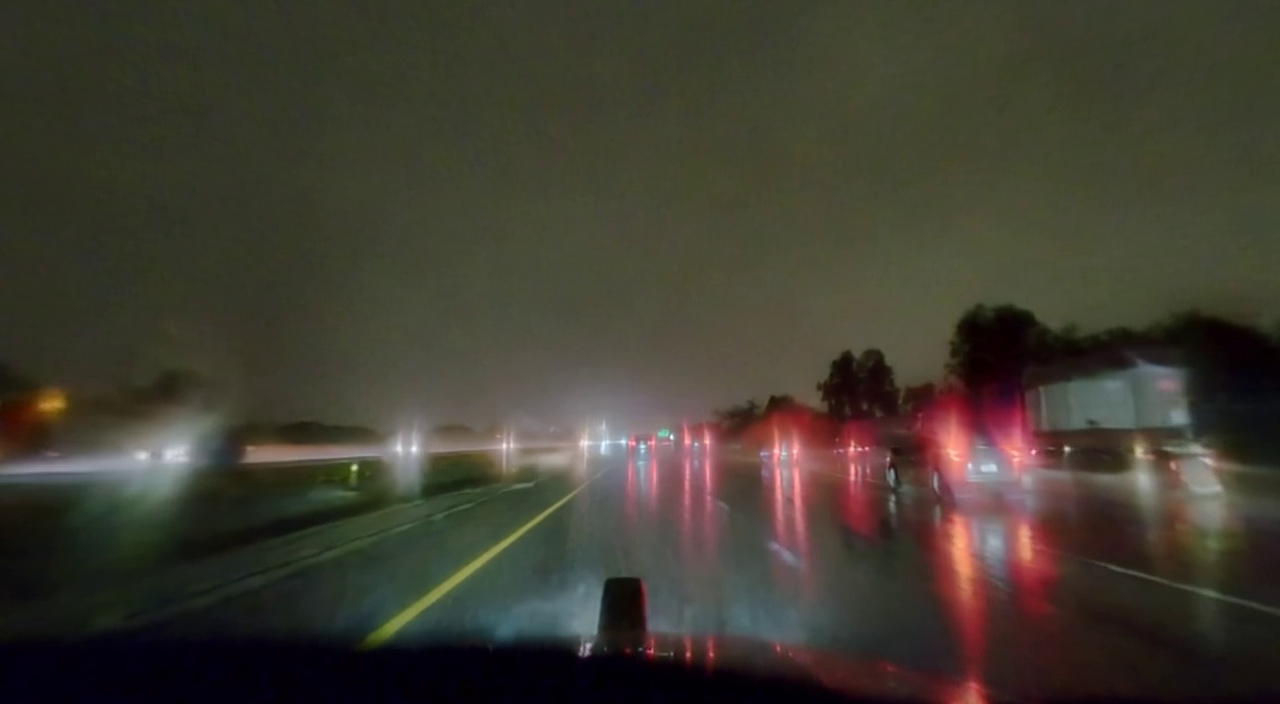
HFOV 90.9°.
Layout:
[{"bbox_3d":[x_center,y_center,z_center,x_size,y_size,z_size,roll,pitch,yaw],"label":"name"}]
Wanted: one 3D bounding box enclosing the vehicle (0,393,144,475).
[{"bbox_3d":[-33.223,4.555,34.460,2.980,4.029,11.146,0,-8,1],"label":"vehicle"}]
